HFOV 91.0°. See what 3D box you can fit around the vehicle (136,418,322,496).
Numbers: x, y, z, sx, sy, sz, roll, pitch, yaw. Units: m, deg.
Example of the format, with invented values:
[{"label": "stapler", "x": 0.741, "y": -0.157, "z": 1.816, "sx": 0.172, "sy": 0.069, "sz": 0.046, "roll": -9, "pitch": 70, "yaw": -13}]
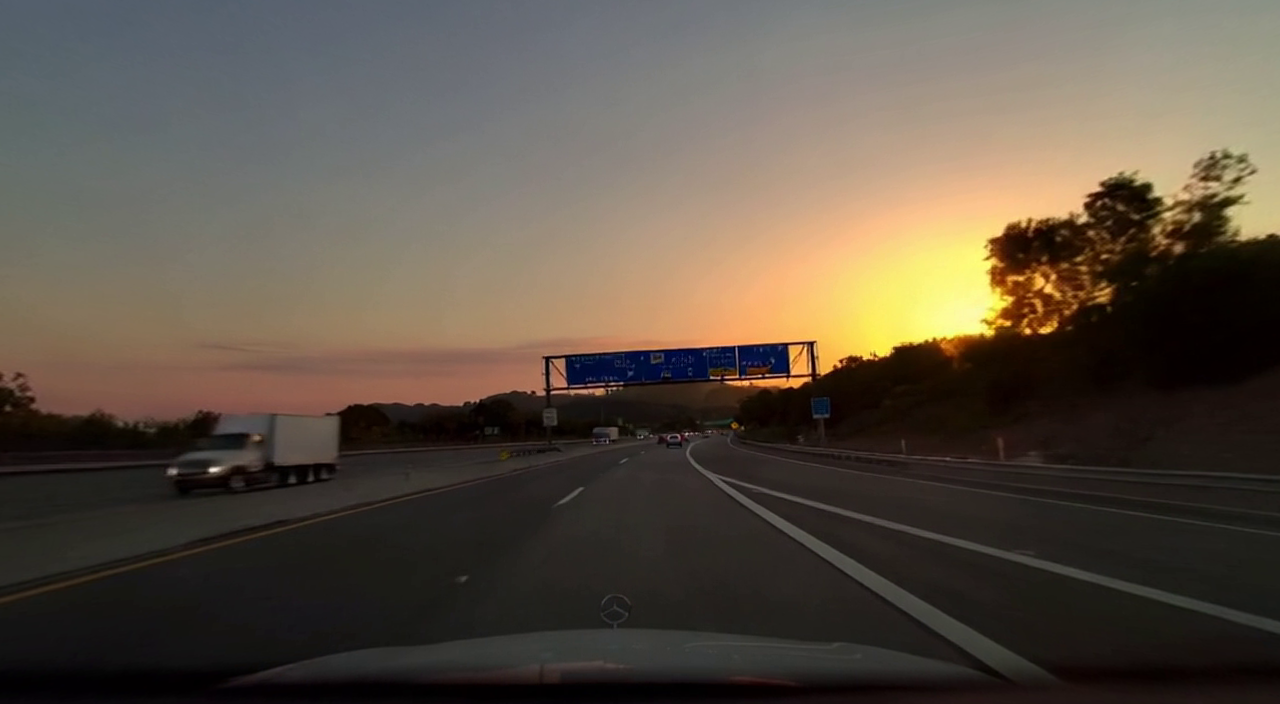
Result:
[{"label": "vehicle", "x": -12.419, "y": 3.199, "z": 19.604, "sx": 2.174, "sy": 2.049, "sz": 5.156, "roll": -1, "pitch": -8, "yaw": 2}]
